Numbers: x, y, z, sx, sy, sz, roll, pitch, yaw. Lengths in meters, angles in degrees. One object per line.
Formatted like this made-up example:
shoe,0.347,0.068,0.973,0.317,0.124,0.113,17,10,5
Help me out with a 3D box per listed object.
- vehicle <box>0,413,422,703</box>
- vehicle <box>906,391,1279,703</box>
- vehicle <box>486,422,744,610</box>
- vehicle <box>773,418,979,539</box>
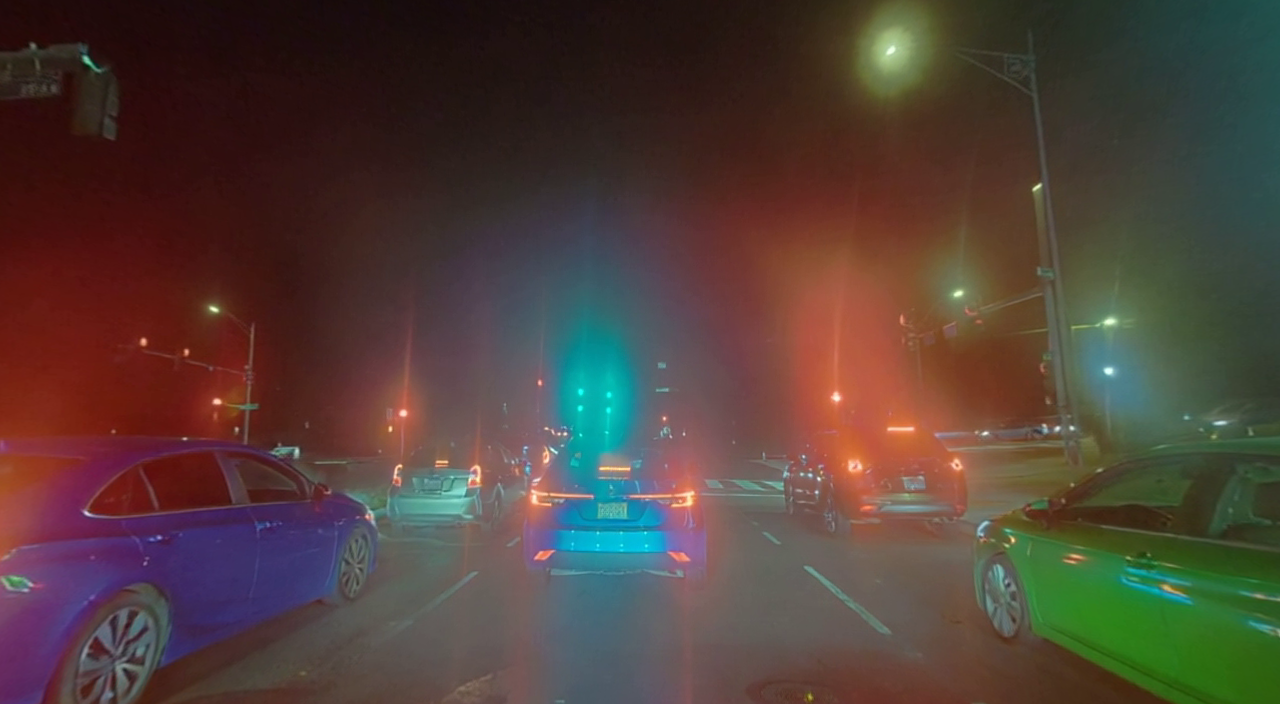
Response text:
vehicle,-3.415,1.299,4.716,1.980,1.454,4.226,0,-8,1
vehicle,3.407,1.067,3.495,1.981,1.499,4.536,0,-8,2
vehicle,-0.188,1.613,7.107,2.059,1.477,3.988,0,-8,0
vehicle,3.771,2.094,11.021,2.007,1.683,4.171,0,-8,1
